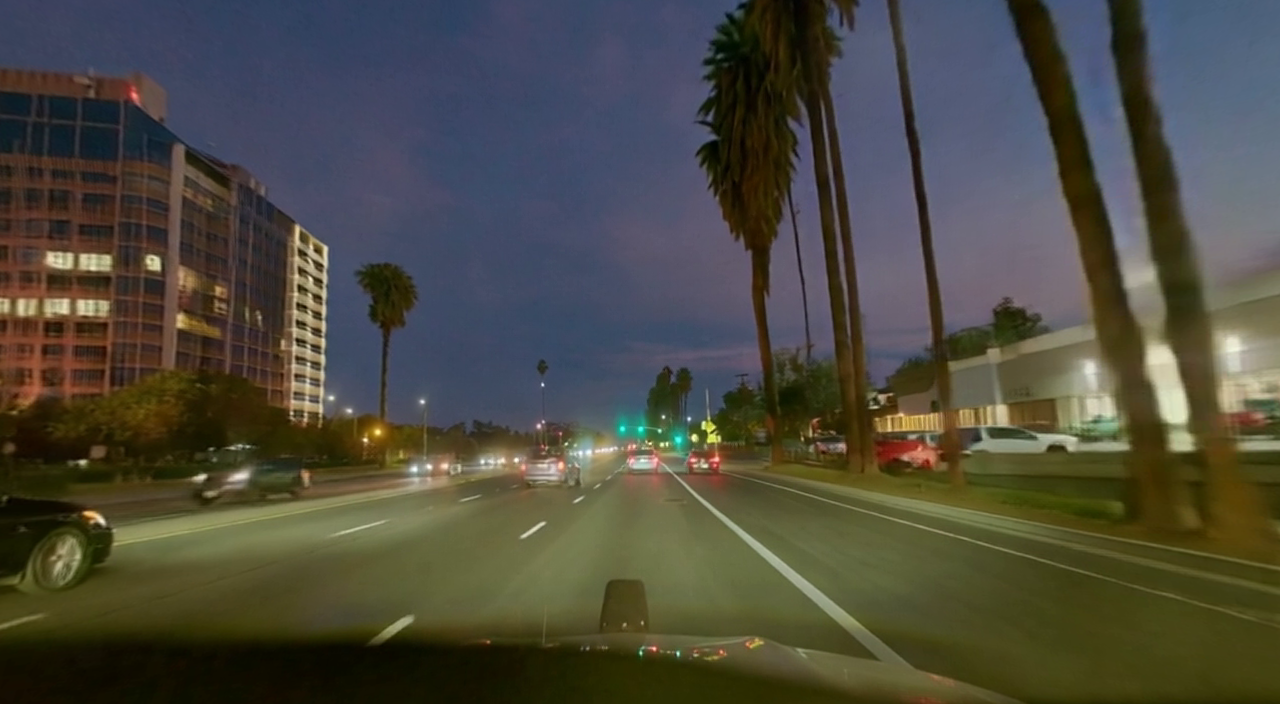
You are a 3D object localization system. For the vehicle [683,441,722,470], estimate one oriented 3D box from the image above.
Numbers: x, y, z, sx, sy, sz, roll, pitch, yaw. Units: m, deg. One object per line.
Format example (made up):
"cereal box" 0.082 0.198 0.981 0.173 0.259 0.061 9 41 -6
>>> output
"vehicle" 4.076 6.838 41.808 2.108 1.785 4.334 0 -9 -1

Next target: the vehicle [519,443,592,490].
"vehicle" -2.921 4.076 22.786 1.908 1.505 4.369 0 -9 2

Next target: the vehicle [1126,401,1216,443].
"vehicle" 23.327 3.060 27.634 4.049 1.503 1.847 2 -12 -36

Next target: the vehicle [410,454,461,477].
"vehicle" -14.023 7.822 43.572 1.923 1.454 4.520 0 -9 1

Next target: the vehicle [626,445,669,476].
"vehicle" 0.380 5.670 33.211 2.147 1.507 3.953 0 -9 1

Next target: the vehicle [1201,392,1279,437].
"vehicle" 23.324 2.442 23.950 4.576 1.511 1.801 6 -10 -34

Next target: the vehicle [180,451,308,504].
"vehicle" -14.247 4.499 23.037 1.841 1.697 4.289 0 -9 1

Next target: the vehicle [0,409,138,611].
"vehicle" -6.583 1.234 4.587 2.030 1.730 4.506 0 -9 1

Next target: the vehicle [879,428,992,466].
"vehicle" 12.151 3.920 25.924 4.284 1.450 1.927 5 -10 -28

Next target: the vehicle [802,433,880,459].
"vehicle" 12.322 5.785 38.606 4.378 1.463 1.824 5 -9 -23

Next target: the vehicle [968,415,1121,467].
"vehicle" 12.747 2.796 19.824 4.749 1.457 1.806 3 -11 -28
